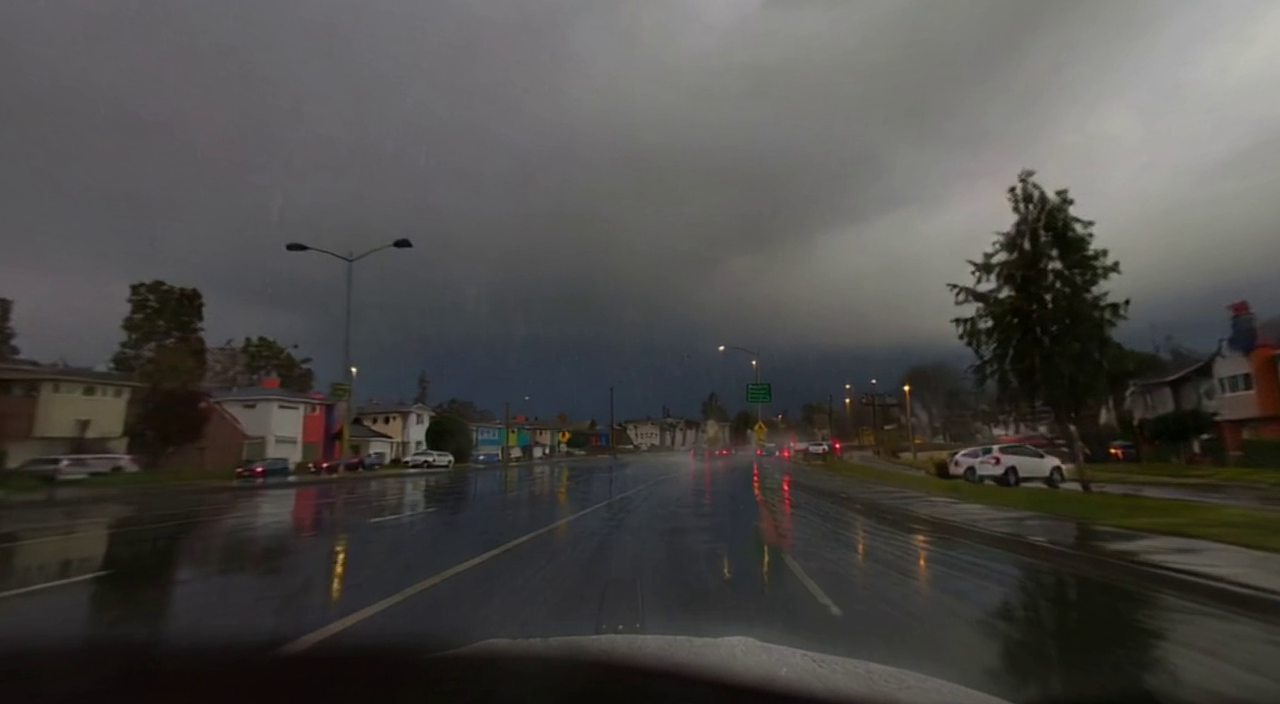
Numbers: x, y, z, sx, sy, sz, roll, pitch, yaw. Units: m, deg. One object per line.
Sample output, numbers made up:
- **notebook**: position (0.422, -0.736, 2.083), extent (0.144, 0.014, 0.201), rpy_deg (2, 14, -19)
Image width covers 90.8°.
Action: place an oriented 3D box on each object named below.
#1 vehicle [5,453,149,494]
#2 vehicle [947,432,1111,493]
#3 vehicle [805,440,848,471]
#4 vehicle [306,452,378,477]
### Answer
- **vehicle**: position (-27.582, 5.918, 31.241), extent (2.013, 1.792, 4.950), rpy_deg (-2, -9, 12)
- **vehicle**: position (11.199, 3.358, 18.681), extent (1.988, 1.487, 4.479), rpy_deg (-2, -13, 1)
- **vehicle**: position (13.433, 7.526, 45.719), extent (1.923, 1.741, 4.683), rpy_deg (-4, -14, 4)
- **vehicle**: position (-19.287, 7.277, 41.175), extent (1.880, 1.455, 4.599), rpy_deg (-2, -9, 10)
